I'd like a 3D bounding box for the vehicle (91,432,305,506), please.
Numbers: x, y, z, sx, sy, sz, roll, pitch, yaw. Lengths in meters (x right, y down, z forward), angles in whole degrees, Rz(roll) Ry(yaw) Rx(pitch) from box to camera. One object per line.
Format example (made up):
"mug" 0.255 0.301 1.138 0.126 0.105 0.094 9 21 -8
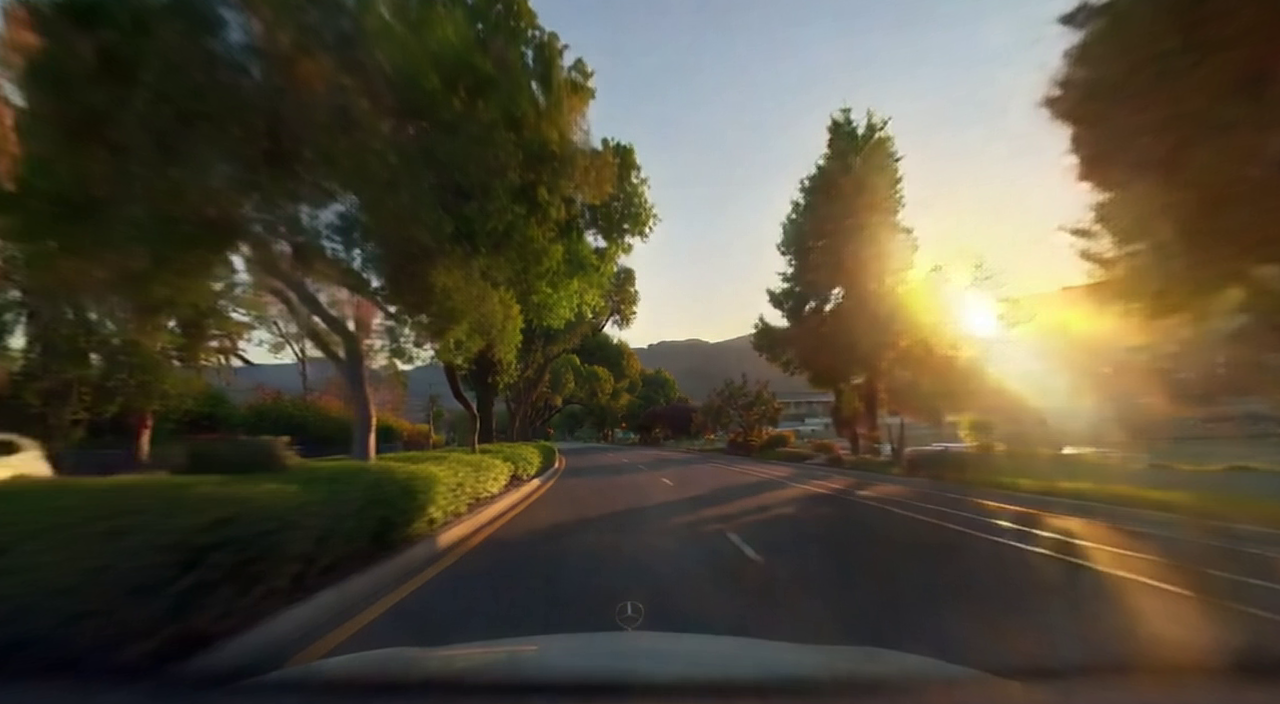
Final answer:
"vehicle" -10.105 2.688 14.989 1.953 1.458 4.544 0 -8 -3
